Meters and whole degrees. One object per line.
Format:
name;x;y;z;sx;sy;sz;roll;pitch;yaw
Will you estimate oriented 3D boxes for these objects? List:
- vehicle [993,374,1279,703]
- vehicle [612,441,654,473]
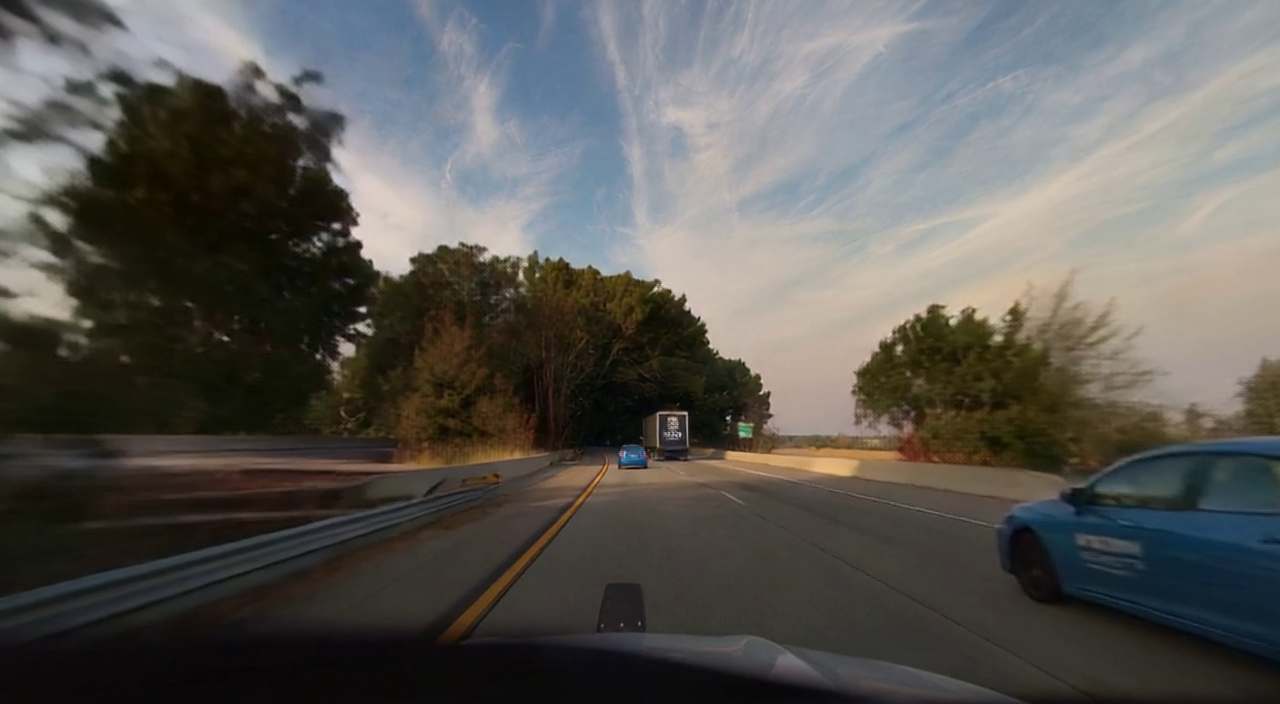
vehicle;3.951;0.902;2.852;1.977;1.599;4.605;0;-9;-1
vehicle;-0.408;5.100;30.770;1.913;1.460;3.610;0;-9;-3
